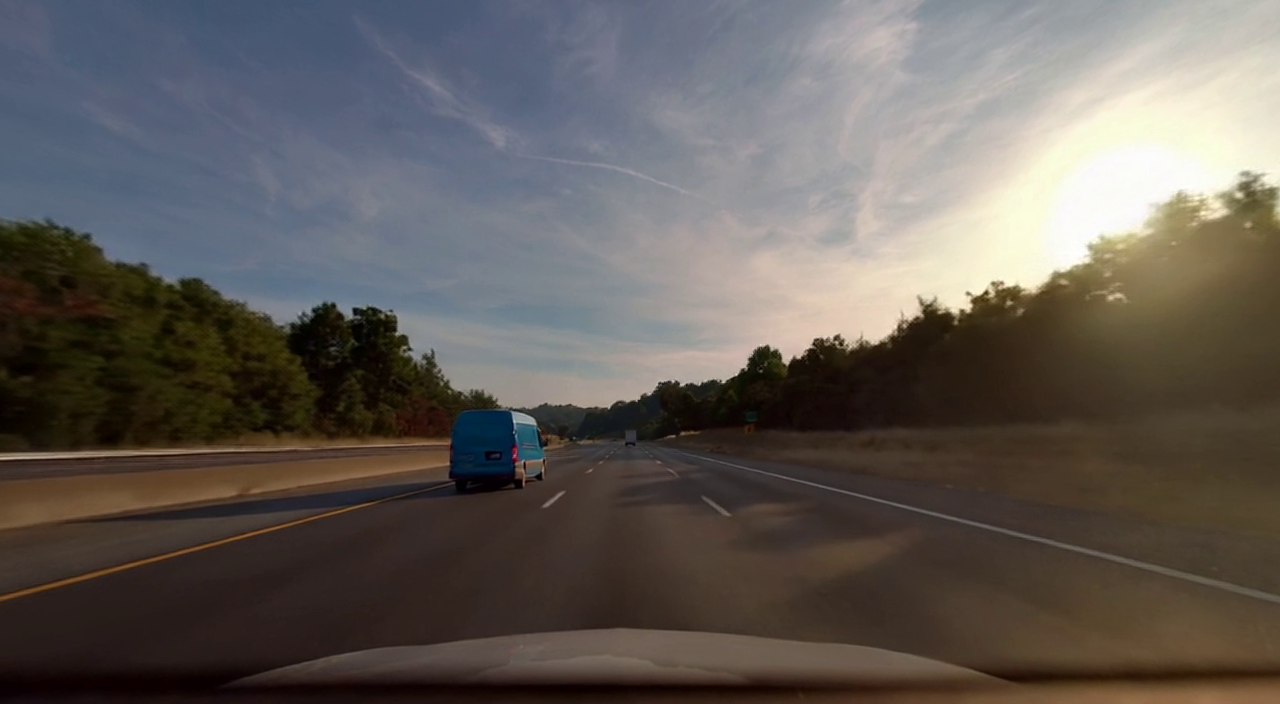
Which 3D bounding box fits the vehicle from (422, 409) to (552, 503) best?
[{"bbox_3d":[-3.666,2.588,16.153,2.297,2.011,4.736,0,-8,-2],"label":"vehicle"}]
